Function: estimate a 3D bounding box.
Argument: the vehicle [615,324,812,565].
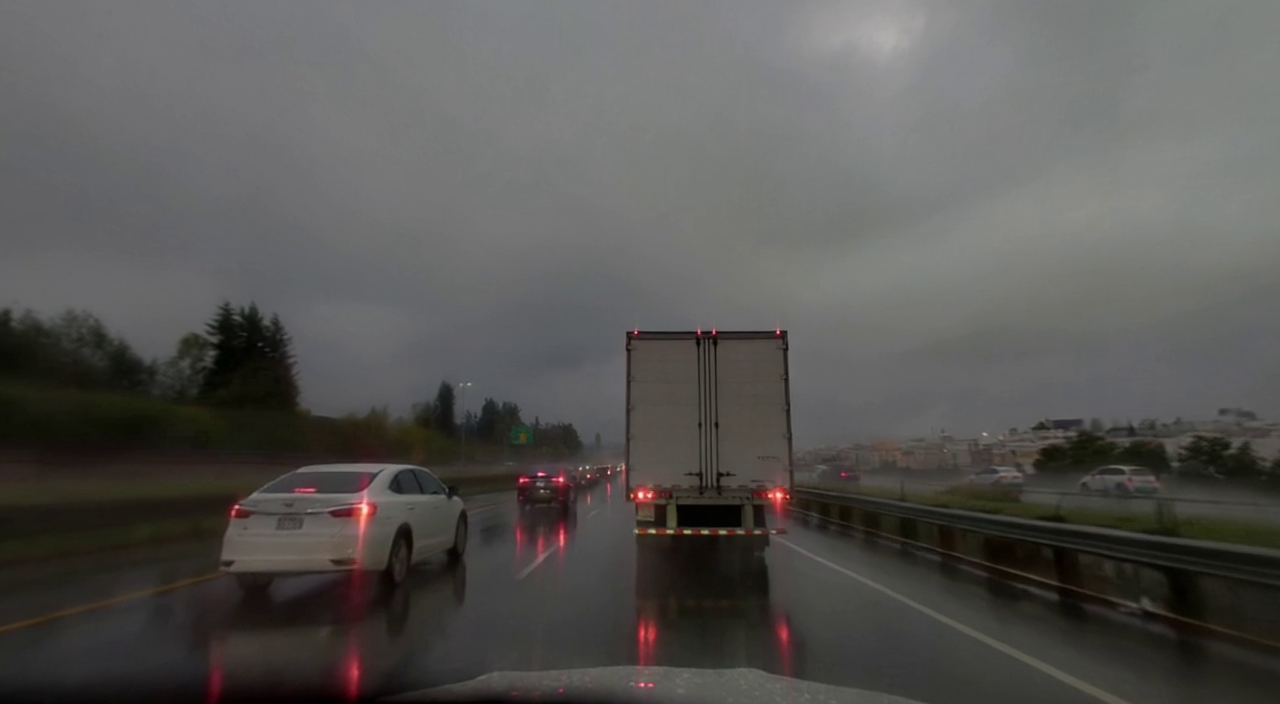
[{"bbox_3d":[1.054,2.111,13.669,2.831,3.529,8.689,1,-11,0],"label":"vehicle"}]

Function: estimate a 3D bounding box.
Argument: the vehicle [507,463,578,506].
[{"bbox_3d":[-3.672,5.127,24.600,1.964,1.482,4.371,0,-11,1],"label":"vehicle"}]

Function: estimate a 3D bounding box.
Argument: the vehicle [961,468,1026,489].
[{"bbox_3d":[27.471,9.833,49.053,4.107,1.485,1.796,-4,-11,21],"label":"vehicle"}]

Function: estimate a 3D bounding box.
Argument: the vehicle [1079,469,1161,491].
[{"bbox_3d":[34.725,9.278,45.683,4.299,1.465,1.807,-1,-11,8],"label":"vehicle"}]

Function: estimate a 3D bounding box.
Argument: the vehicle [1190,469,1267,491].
[{"bbox_3d":[42.537,9.251,45.567,3.974,1.485,1.709,1,-11,-4],"label":"vehicle"}]

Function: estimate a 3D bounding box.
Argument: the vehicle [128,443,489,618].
[{"bbox_3d":[-3.517,2.026,8.011,1.983,1.509,4.679,1,-11,1],"label":"vehicle"}]
